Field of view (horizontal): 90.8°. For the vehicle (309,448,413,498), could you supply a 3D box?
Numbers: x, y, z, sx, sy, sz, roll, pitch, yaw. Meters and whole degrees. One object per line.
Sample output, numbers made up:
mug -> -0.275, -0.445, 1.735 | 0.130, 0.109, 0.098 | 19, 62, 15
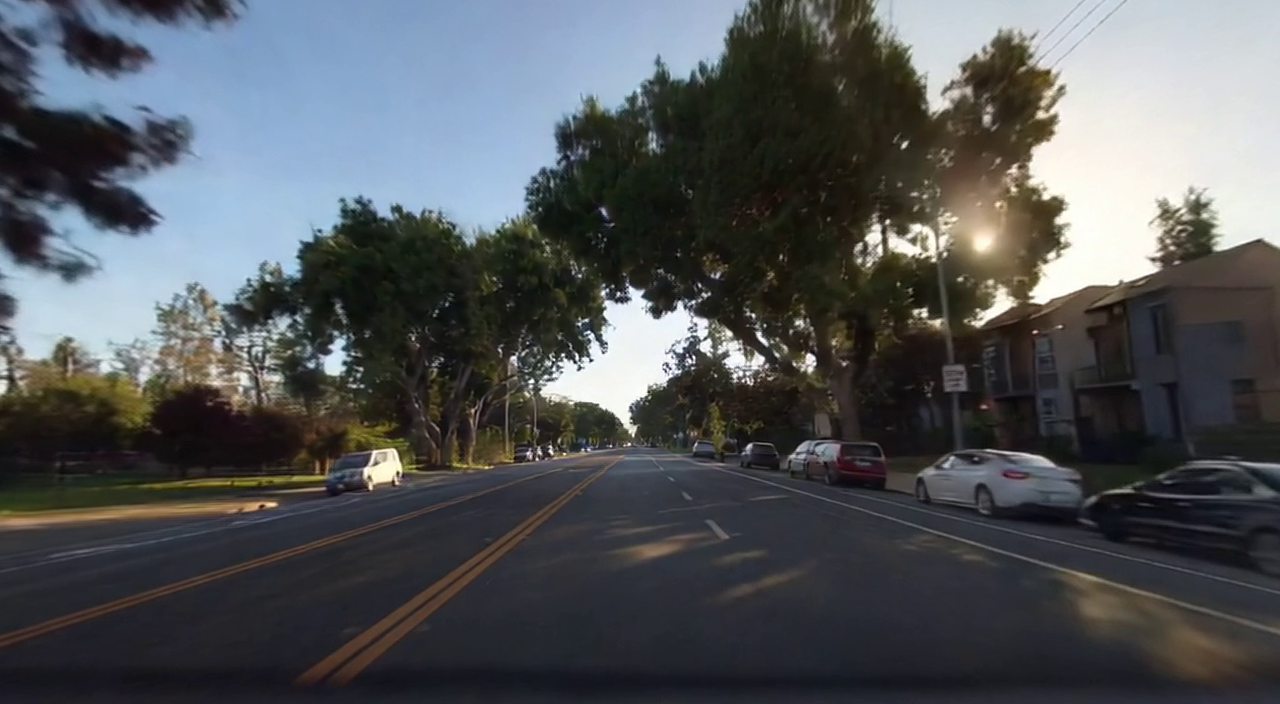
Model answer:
vehicle -> -10.829, 4.710, 24.994 | 2.048, 1.692, 4.635 | -2, -9, -1

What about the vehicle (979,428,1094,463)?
vehicle -> 20.547, 4.873, 32.871 | 4.600, 1.757, 2.050 | 0, -9, -2

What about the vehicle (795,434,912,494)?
vehicle -> 7.070, 3.754, 21.662 | 2.087, 1.762, 5.493 | 0, -8, 0

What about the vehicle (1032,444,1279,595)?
vehicle -> 7.314, 1.873, 7.694 | 1.982, 1.479, 4.687 | 0, -9, -1

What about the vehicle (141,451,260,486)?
vehicle -> -20.469, 5.435, 29.563 | 4.055, 1.511, 1.898 | 0, -9, -5
